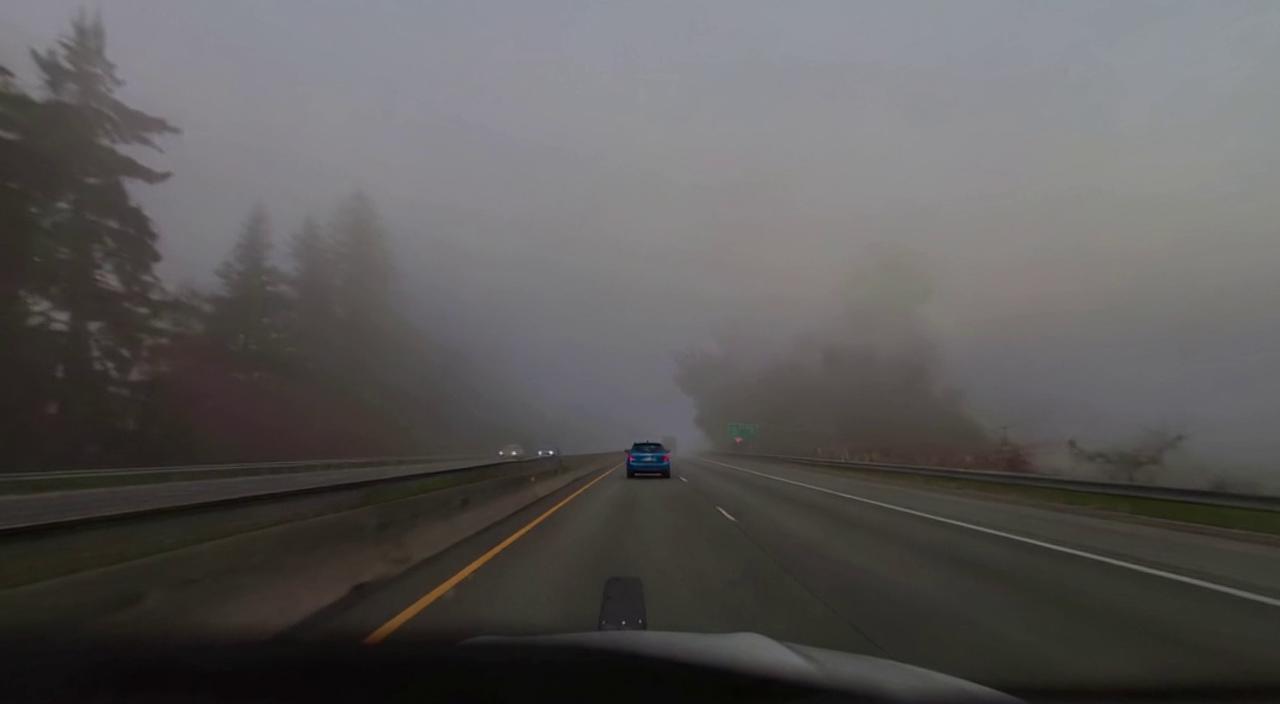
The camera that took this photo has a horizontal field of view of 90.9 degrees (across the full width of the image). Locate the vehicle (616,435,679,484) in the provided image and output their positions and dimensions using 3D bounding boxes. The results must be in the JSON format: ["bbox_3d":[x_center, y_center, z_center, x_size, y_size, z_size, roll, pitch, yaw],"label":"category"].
[{"bbox_3d":[0.286,4.063,24.038,2.190,1.706,4.062,0,-9,1],"label":"vehicle"}]
